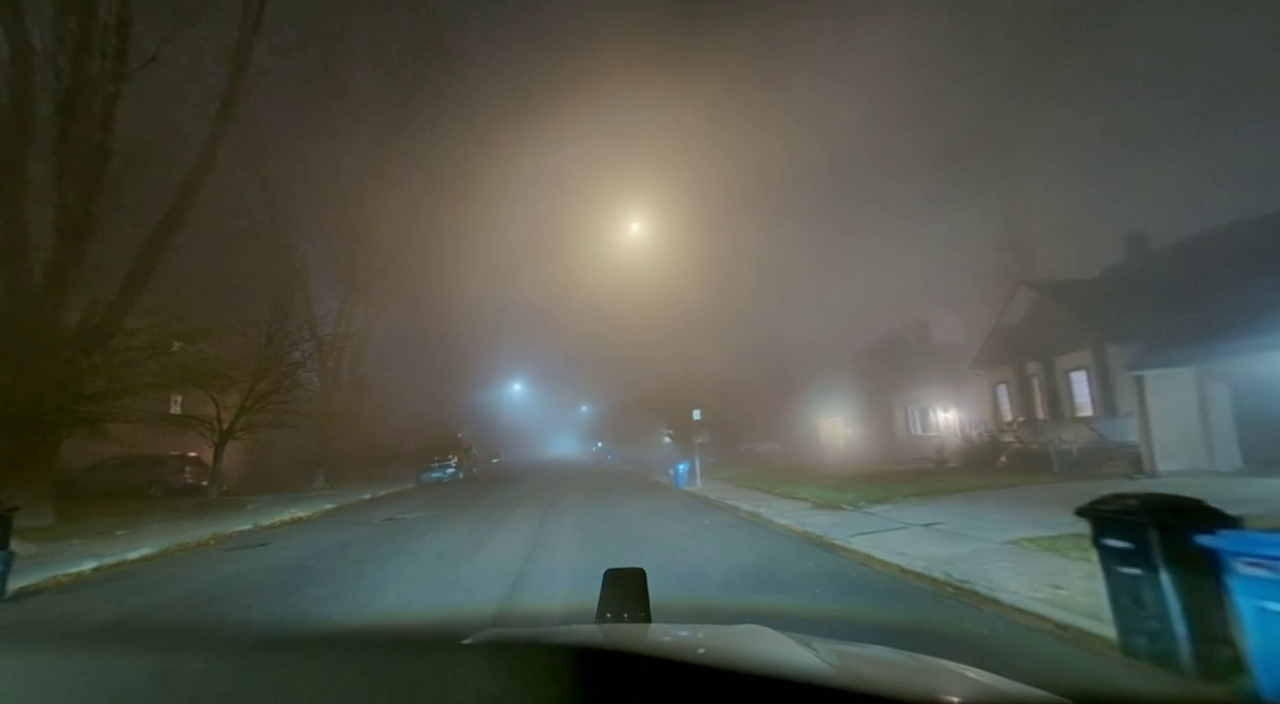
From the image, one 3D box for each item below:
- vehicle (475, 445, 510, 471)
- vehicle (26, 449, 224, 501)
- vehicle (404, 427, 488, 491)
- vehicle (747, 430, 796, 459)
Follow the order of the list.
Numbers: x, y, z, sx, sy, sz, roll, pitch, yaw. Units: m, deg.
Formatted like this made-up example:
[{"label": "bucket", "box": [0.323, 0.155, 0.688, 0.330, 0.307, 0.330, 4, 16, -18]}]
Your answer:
[{"label": "vehicle", "box": [-10.631, 7.622, 45.622, 1.945, 1.530, 4.430, -4, -6, -8]}, {"label": "vehicle", "box": [-16.694, 4.010, 20.677, 4.617, 1.491, 1.953, -1, -10, -5]}, {"label": "vehicle", "box": [-8.522, 4.657, 28.354, 2.223, 2.115, 5.707, 6, -5, -4]}, {"label": "vehicle", "box": [8.997, 6.337, 43.476, 1.936, 1.687, 4.714, -4, -7, -5]}]
